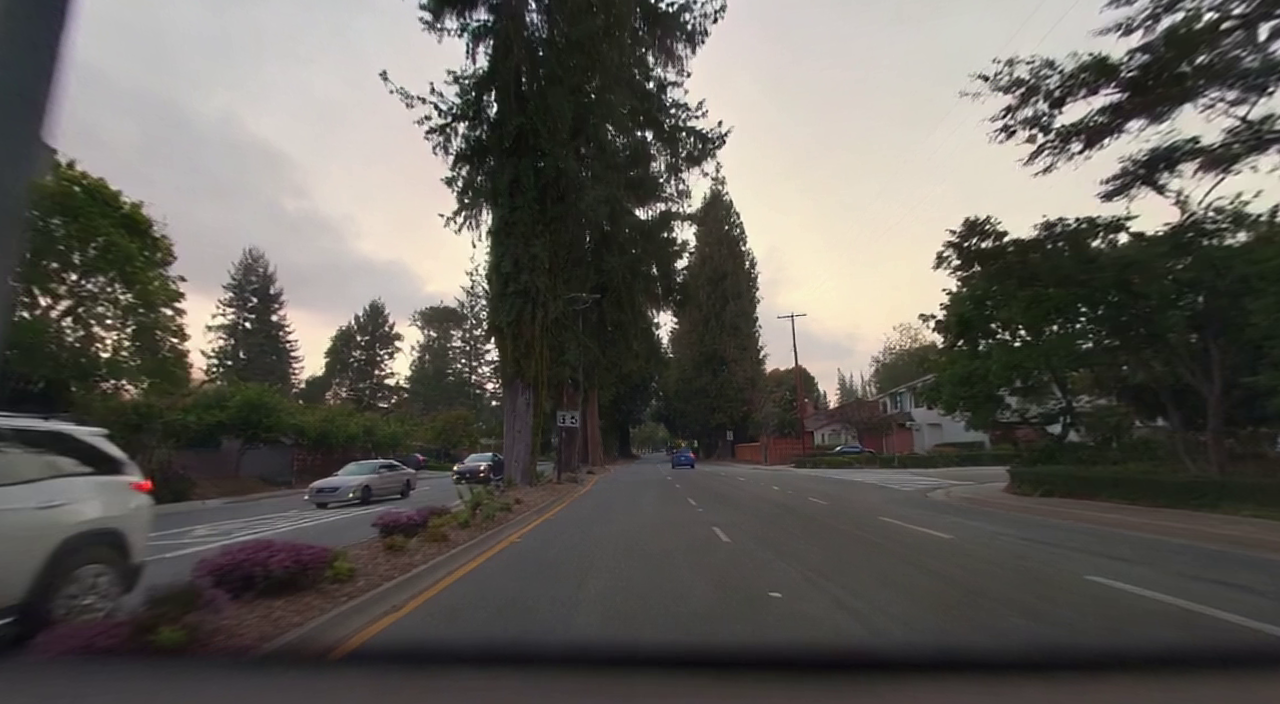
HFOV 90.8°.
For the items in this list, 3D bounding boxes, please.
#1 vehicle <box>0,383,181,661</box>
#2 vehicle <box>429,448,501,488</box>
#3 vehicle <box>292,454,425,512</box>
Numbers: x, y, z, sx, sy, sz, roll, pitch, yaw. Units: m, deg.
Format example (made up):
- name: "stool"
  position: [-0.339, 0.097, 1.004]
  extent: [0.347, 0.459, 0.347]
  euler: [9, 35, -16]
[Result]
- name: "vehicle"
  position: [-5.274, 1.001, 3.359]
  extent: [2.084, 1.816, 4.672]
  euler: [0, -9, 0]
- name: "vehicle"
  position: [-8.269, 5.496, 30.283]
  extent: [2.054, 1.746, 4.507]
  euler: [0, -9, 1]
- name: "vehicle"
  position: [-8.316, 3.875, 19.181]
  extent: [1.939, 1.469, 4.465]
  euler: [0, -9, 1]
